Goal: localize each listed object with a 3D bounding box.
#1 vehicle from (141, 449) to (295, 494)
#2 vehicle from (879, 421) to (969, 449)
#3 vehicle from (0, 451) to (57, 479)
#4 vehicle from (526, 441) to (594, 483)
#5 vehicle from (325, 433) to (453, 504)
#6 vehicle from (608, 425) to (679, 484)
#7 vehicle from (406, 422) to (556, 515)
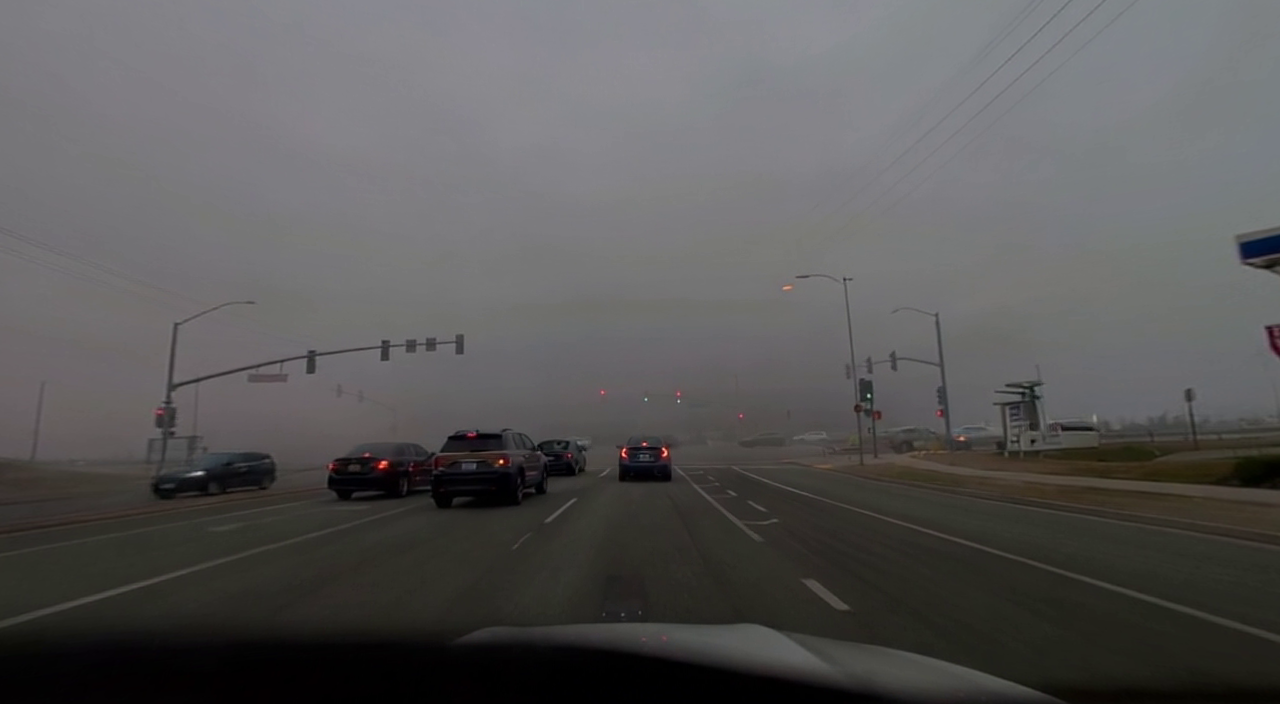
[{"bbox_3d":[-17.280,4.886,26.405,2.299,1.616,5.765,-1,-9,2],"label":"vehicle"},{"bbox_3d":[20.940,6.205,46.868,5.782,1.950,2.225,-3,-9,19],"label":"vehicle"},{"bbox_3d":[-45.468,8.055,44.956,5.808,1.893,2.225,-1,-9,3],"label":"vehicle"},{"bbox_3d":[-2.881,4.069,23.667,1.881,1.424,4.098,-1,-9,2],"label":"vehicle"},{"bbox_3d":[-6.366,2.989,16.524,1.790,1.605,3.696,0,-9,0],"label":"vehicle"},{"bbox_3d":[0.129,3.614,22.403,2.224,1.819,5.005,0,-9,1],"label":"vehicle"},{"bbox_3d":[-3.263,2.519,14.036,2.096,1.718,4.266,-1,-9,2],"label":"vehicle"}]
